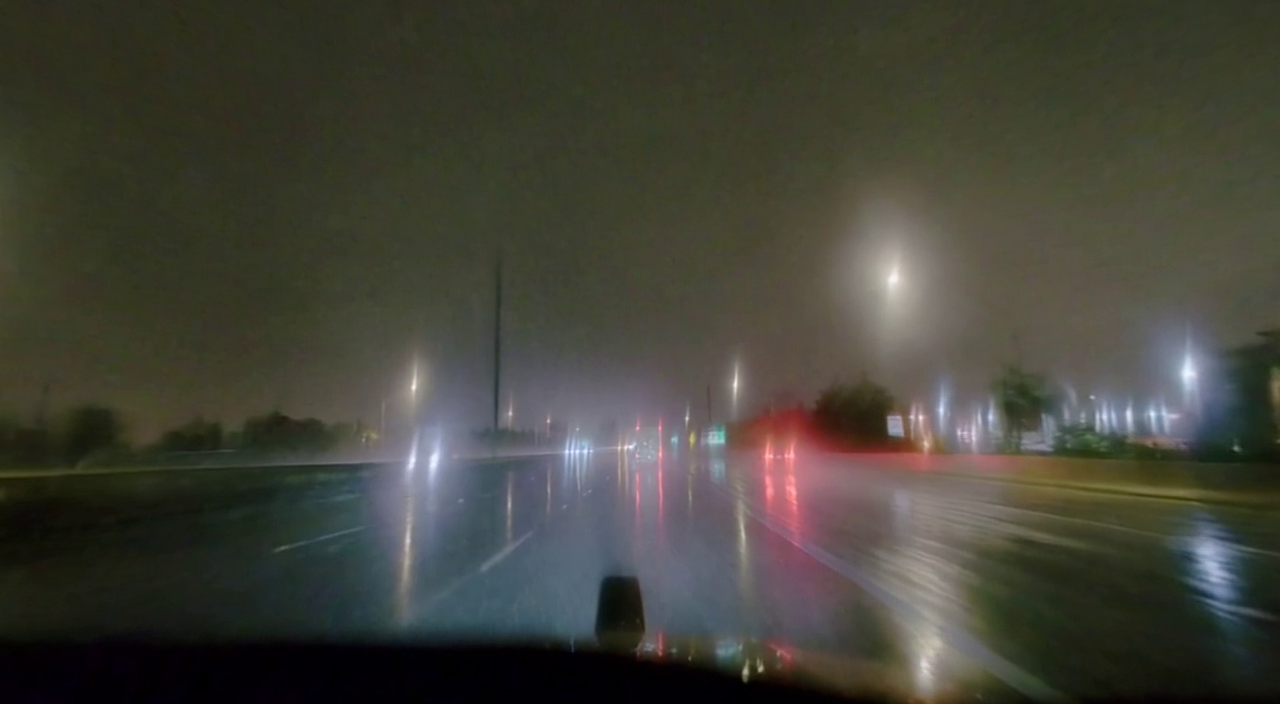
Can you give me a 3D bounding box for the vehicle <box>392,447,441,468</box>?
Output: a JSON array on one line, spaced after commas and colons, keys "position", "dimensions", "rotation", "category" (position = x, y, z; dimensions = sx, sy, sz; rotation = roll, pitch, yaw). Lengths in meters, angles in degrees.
[{"position": [-15.966, 7.564, 45.314], "dimensions": [1.958, 1.452, 4.262], "rotation": [0, -9, 1], "category": "vehicle"}]
